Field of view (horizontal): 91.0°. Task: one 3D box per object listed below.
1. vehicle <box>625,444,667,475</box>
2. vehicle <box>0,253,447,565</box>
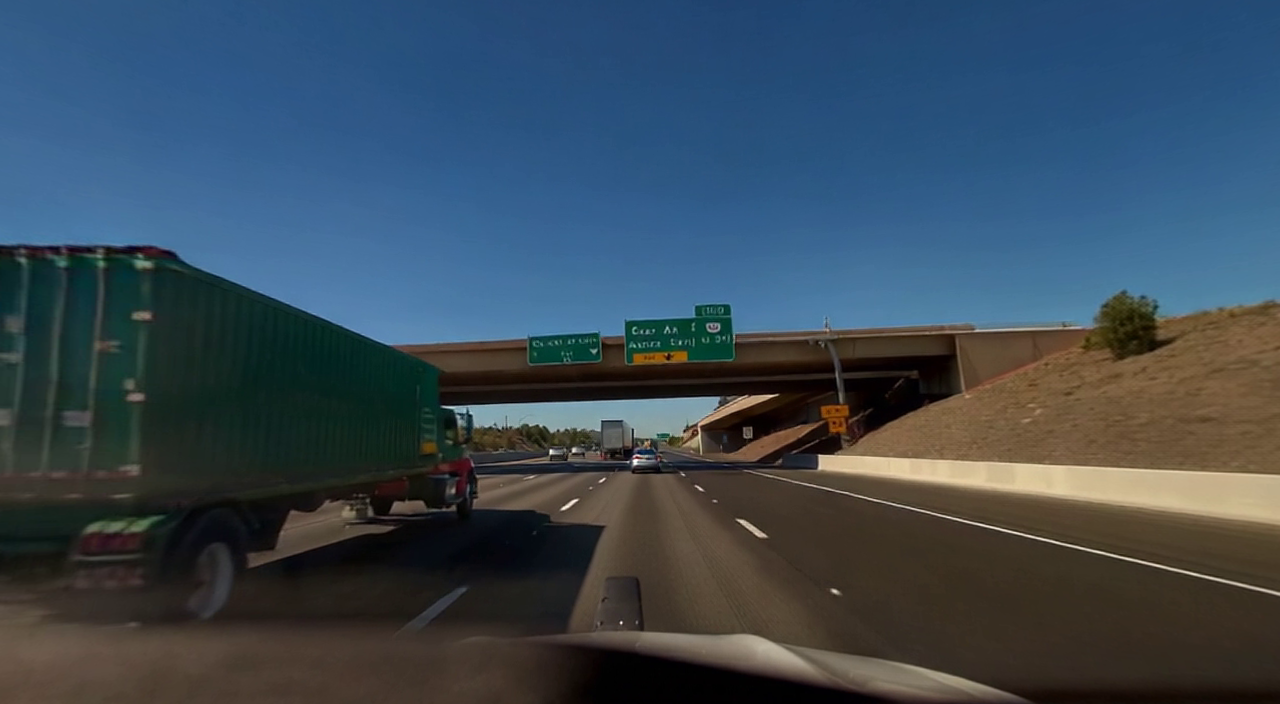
[{"bbox_3d":[0.249,5.596,33.029,2.066,1.469,4.050,0,-9,-1],"label":"vehicle"},{"bbox_3d":[-7.411,1.471,13.205,3.067,3.804,11.136,0,-9,1],"label":"vehicle"}]
